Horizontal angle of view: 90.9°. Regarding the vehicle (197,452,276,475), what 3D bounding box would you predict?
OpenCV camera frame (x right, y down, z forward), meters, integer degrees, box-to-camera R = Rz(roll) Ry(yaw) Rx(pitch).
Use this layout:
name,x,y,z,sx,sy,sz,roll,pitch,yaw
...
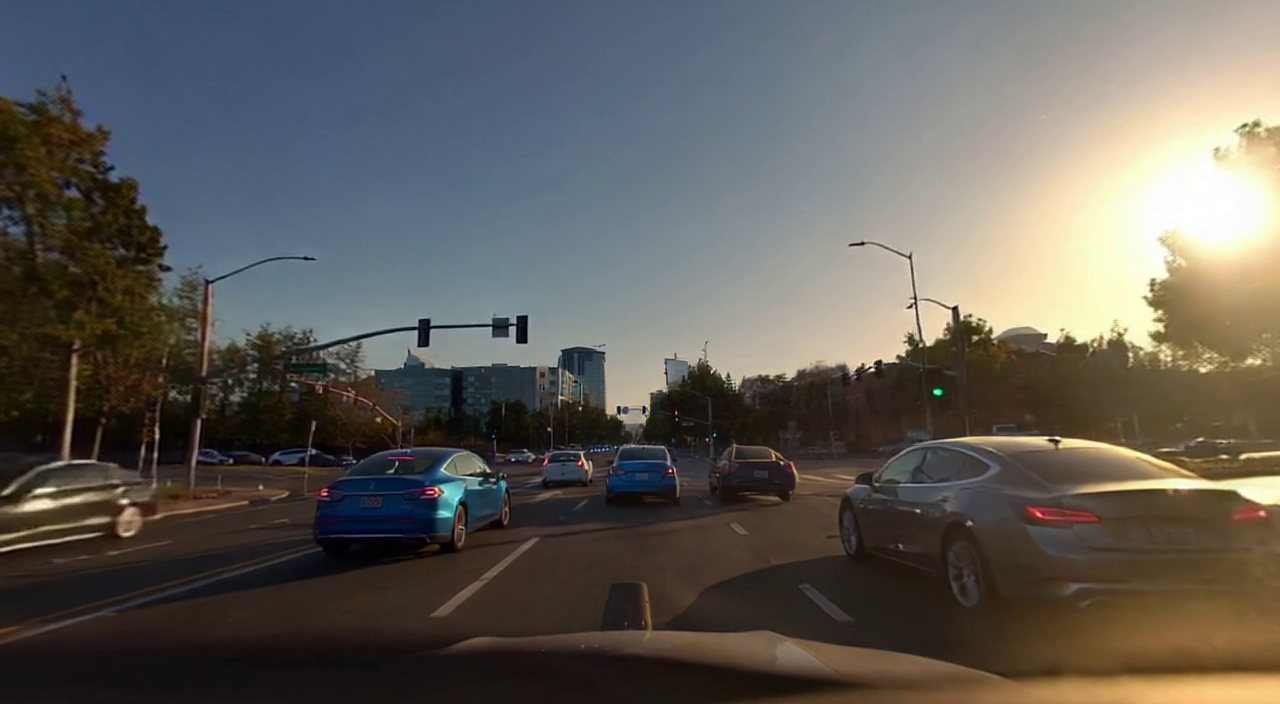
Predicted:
name,x,y,z,sx,sy,sz,roll,pitch,yaw
vehicle,-30.209,8.374,47.276,4.427,1.629,2.213,-1,-9,2

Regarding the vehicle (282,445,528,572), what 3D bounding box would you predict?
name,x,y,z,sx,sy,sz,roll,pitch,yaw
vehicle,-3.180,2.188,9.705,2.015,1.478,4.407,-1,-9,1

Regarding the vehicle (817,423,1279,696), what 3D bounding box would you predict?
name,x,y,z,sx,sy,sz,roll,pitch,yaw
vehicle,3.337,1.521,5.942,1.951,1.522,4.614,0,-9,0

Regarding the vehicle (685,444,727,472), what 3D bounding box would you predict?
name,x,y,z,sx,sy,sz,roll,pitch,yaw
vehicle,4.085,6.640,39.705,2.138,1.624,4.417,0,-9,-1

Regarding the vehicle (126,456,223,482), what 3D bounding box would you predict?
name,x,y,z,sx,sy,sz,roll,pitch,yaw
vehicle,-29.676,7.444,40.238,4.551,1.533,2.070,-1,-9,2

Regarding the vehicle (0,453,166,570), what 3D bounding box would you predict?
name,x,y,z,sx,sy,sz,roll,pitch,yaw
vehicle,-9.898,2.380,9.665,2.033,1.575,4.357,-1,-8,-3

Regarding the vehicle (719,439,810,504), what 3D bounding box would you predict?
name,x,y,z,sx,sy,sz,roll,pitch,yaw
vehicle,3.607,3.536,19.055,1.938,1.732,4.006,0,-9,0

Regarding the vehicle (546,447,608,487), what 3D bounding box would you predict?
name,x,y,z,sx,sy,sz,roll,pitch,yaw
vehicle,-2.591,4.833,26.794,2.089,1.537,4.073,-1,-9,2

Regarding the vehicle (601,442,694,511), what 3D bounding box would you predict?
name,x,y,z,sx,sy,sz,roll,pitch,yaw
vehicle,0.127,3.224,16.784,2.144,1.563,4.218,0,-9,-1
